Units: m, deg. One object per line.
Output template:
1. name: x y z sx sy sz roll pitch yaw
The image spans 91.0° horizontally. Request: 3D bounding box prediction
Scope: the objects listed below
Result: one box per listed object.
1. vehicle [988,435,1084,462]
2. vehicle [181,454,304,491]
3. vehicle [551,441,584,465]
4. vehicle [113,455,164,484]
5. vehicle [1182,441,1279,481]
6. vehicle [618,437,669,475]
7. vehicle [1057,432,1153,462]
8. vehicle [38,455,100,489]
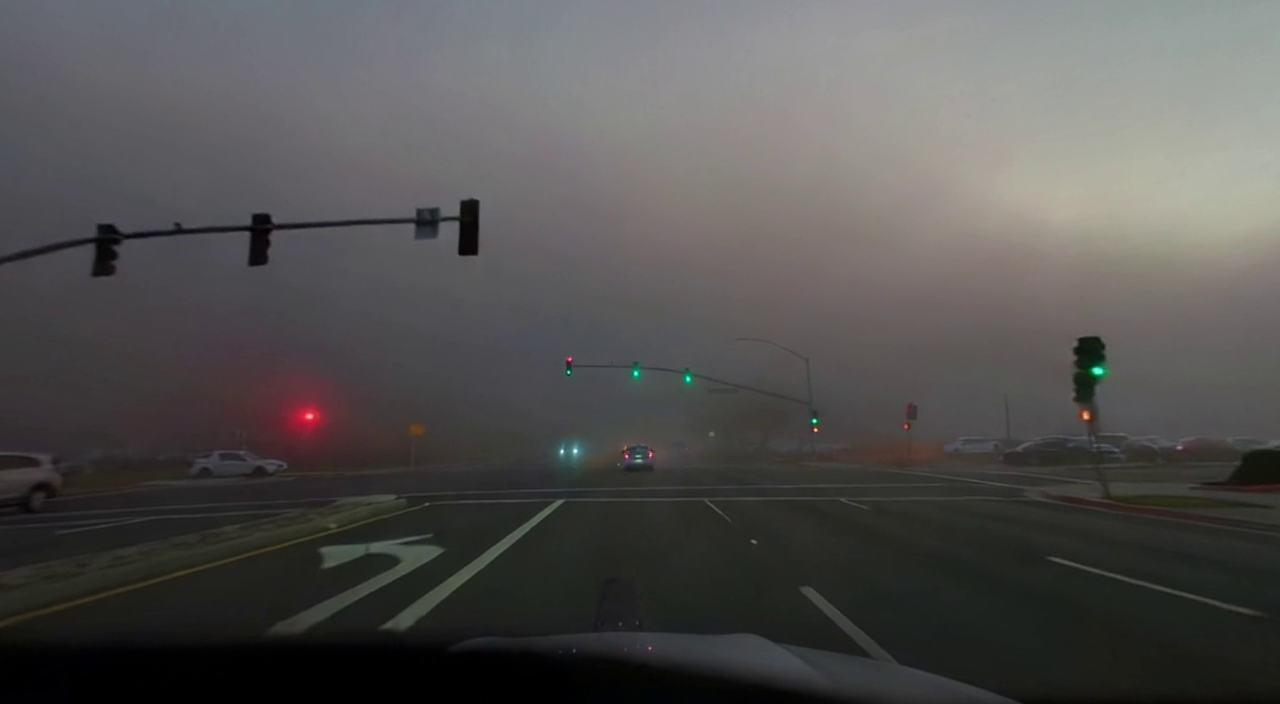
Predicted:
1. vehicle: 25.855 6.318 41.254 1.941 1.641 4.829 7 -11 -39
2. vehicle: -18.837 5.717 30.293 2.311 1.485 5.817 1 -9 -2
3. vehicle: -5.128 7.209 44.949 1.844 1.534 3.831 -3 -8 0
4. vehicle: -28.179 6.543 35.310 1.953 1.415 4.553 8 -11 -40
5. vehicle: 24.871 4.314 24.961 4.788 1.481 1.959 0 -9 2
6. vehicle: 0.113 4.696 28.586 2.145 1.572 4.021 1 -9 -1
7. vehicle: 29.849 6.115 40.518 1.958 1.759 4.517 7 -11 -38
8. vehicle: -28.442 5.926 31.377 2.022 1.455 4.478 8 -11 -41
